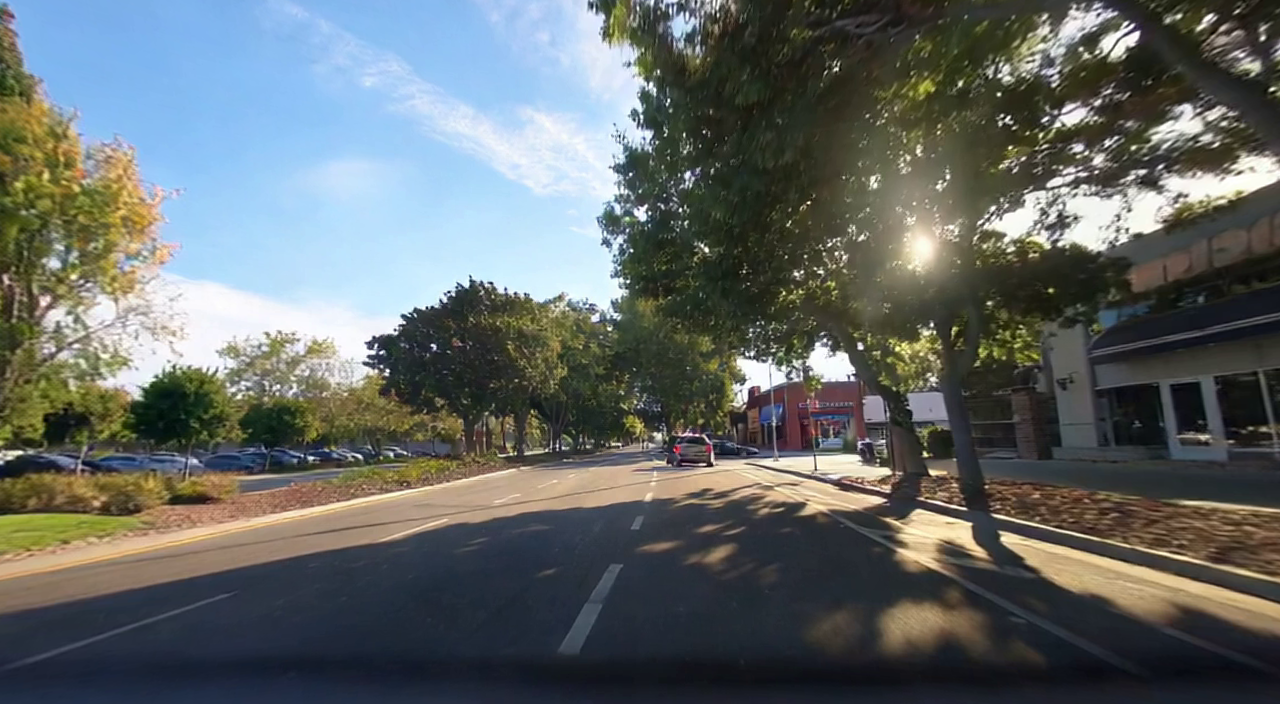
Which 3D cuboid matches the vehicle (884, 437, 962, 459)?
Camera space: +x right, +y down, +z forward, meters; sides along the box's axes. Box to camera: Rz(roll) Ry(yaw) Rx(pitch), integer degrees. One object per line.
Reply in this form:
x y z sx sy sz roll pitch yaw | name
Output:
20.209 6.883 45.255 4.698 1.465 1.914 -1 -8 5 | vehicle

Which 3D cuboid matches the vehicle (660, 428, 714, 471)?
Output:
2.497 4.980 32.307 2.477 1.991 5.157 -1 -8 6 | vehicle

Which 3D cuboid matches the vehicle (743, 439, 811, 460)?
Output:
9.971 7.192 46.444 4.733 1.499 2.000 -2 -8 9 | vehicle
